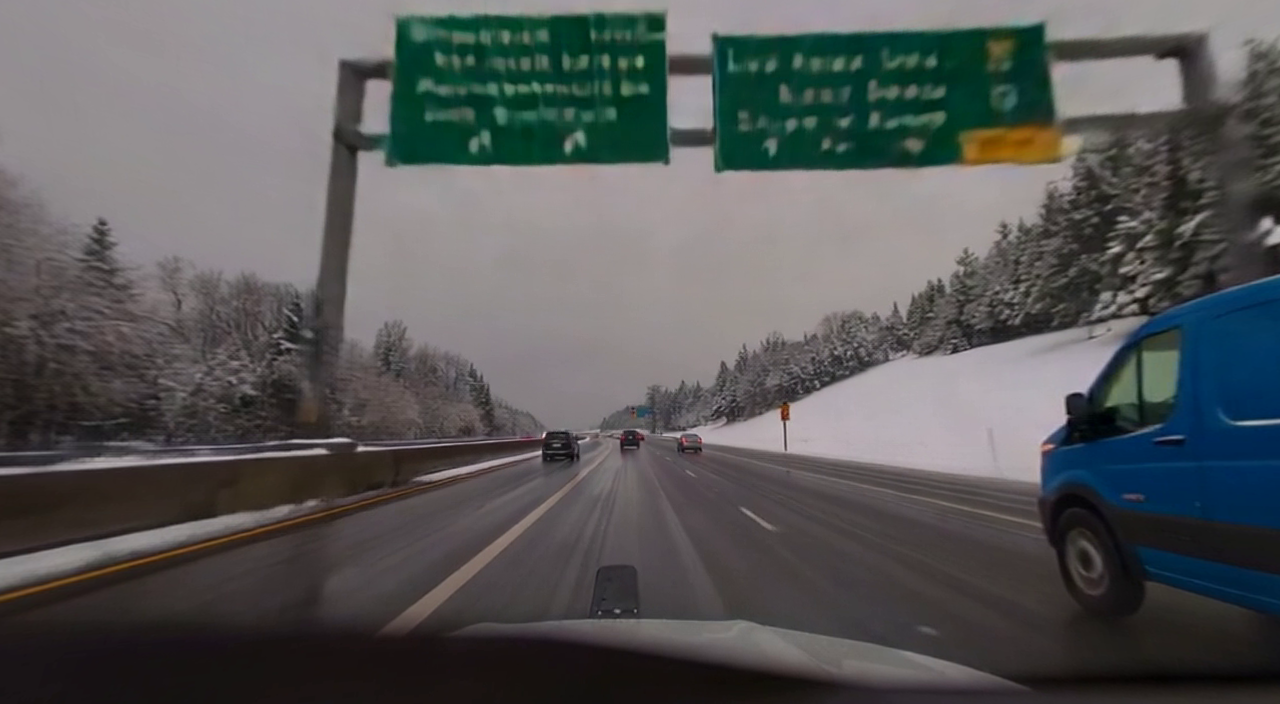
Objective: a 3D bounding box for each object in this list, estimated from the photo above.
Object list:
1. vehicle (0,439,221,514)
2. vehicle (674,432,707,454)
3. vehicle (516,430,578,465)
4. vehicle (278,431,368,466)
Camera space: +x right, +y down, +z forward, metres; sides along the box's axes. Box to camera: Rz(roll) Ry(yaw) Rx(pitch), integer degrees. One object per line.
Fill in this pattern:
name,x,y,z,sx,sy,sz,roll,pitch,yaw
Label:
vehicle,-11.711,2.634,14.010,1.838,1.375,4.405,0,-8,-1
vehicle,3.454,6.325,43.843,1.806,1.469,3.681,0,-8,-3
vehicle,-4.152,4.338,28.802,2.204,1.486,4.121,0,-8,0
vehicle,-15.350,4.677,30.830,1.932,1.589,4.686,0,-8,0
